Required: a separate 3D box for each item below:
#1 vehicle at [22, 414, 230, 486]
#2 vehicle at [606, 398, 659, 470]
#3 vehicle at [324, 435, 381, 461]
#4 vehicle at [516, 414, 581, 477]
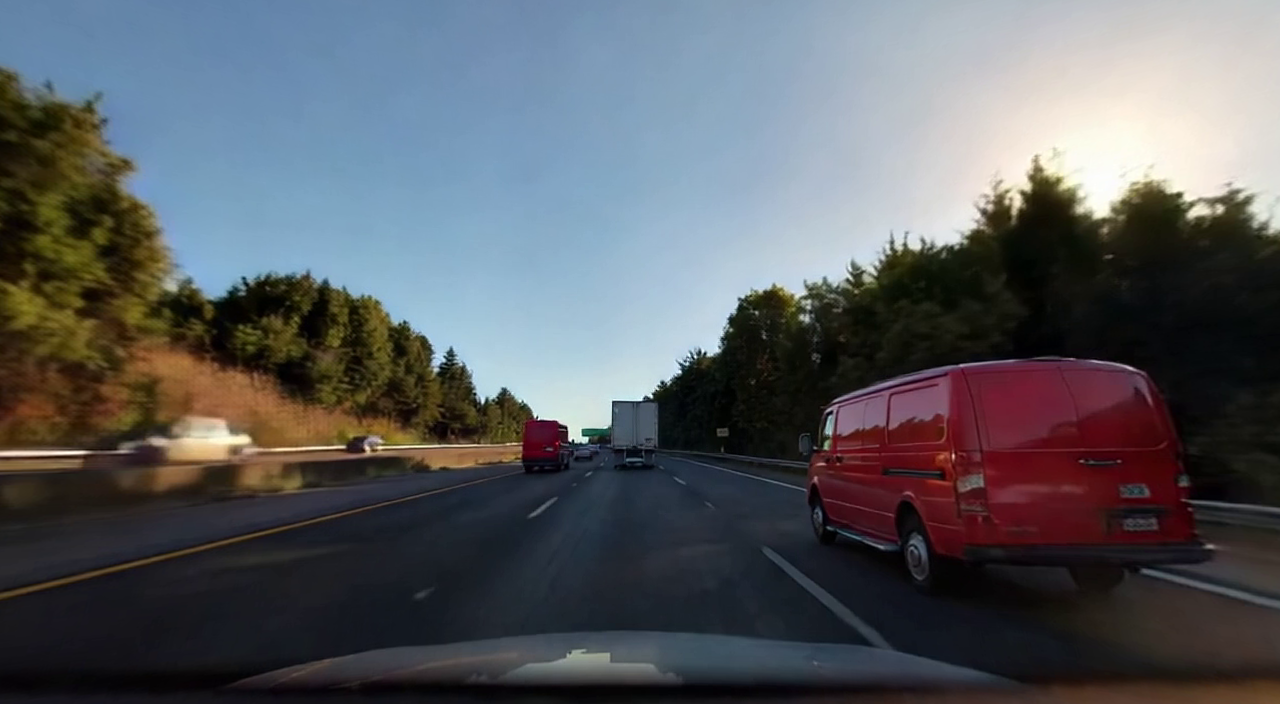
[{"bbox_3d":[-13.089,2.556,16.496,1.994,1.636,4.057,0,-9,0],"label":"vehicle"},{"bbox_3d":[-0.448,5.436,40.667,2.995,4.036,10.311,0,-9,0],"label":"vehicle"},{"bbox_3d":[-17.475,5.891,38.524,1.757,1.478,3.711,0,-9,-1],"label":"vehicle"},{"bbox_3d":[-4.395,4.680,31.426,2.357,2.786,6.144,0,-9,-1],"label":"vehicle"}]
